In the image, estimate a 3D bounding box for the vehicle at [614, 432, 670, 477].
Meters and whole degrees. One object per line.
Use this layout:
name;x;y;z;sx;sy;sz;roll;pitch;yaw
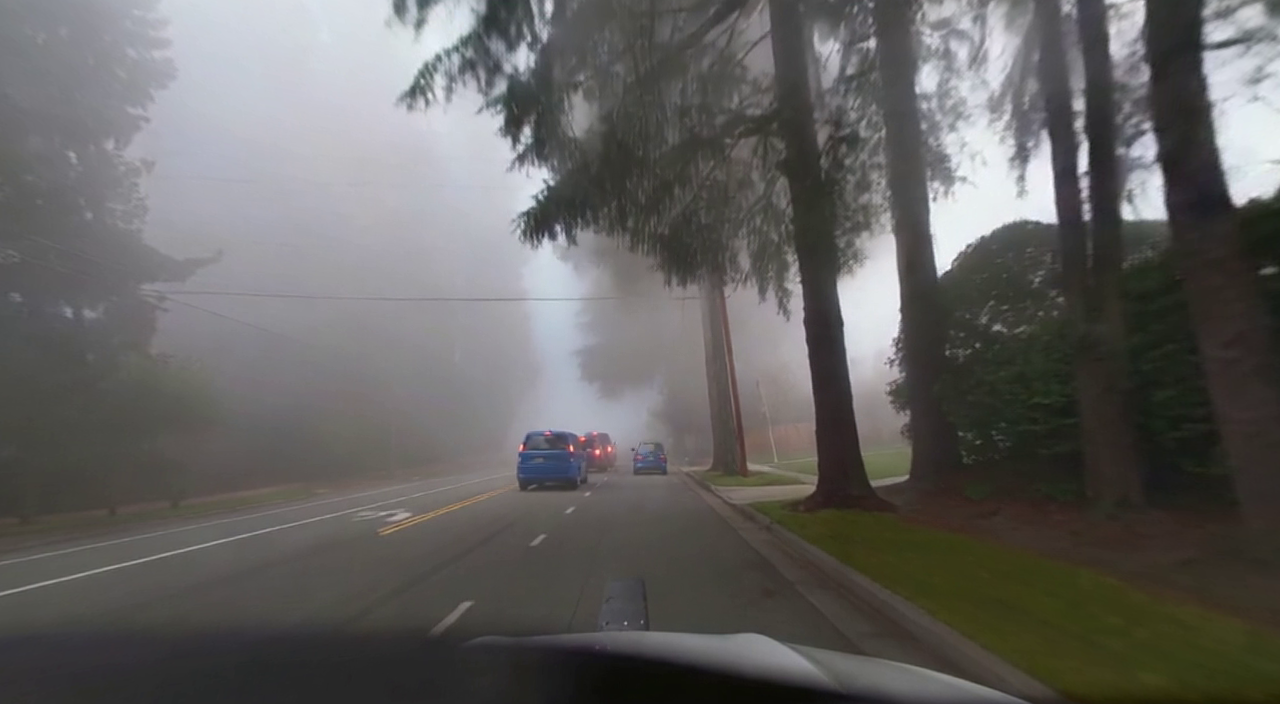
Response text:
vehicle;0.060;4.206;26.042;2.120;1.718;3.909;0;-9;0

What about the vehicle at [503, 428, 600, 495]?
vehicle;-2.505;3.243;19.002;2.157;1.765;4.303;0;-9;2
